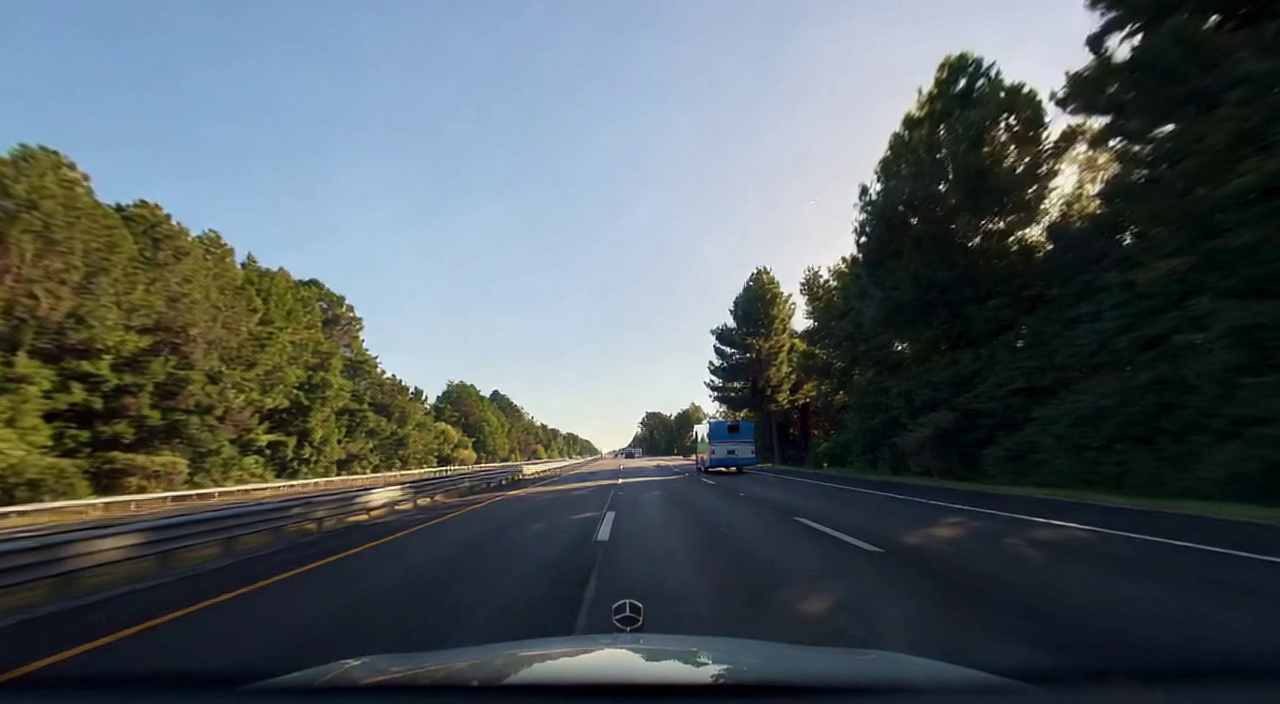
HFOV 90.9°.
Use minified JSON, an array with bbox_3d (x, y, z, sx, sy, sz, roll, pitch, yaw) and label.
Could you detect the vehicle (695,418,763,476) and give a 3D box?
[{"bbox_3d":[4.625,5.130,33.955,2.556,2.763,6.287,0,-9,-2],"label":"vehicle"}]
